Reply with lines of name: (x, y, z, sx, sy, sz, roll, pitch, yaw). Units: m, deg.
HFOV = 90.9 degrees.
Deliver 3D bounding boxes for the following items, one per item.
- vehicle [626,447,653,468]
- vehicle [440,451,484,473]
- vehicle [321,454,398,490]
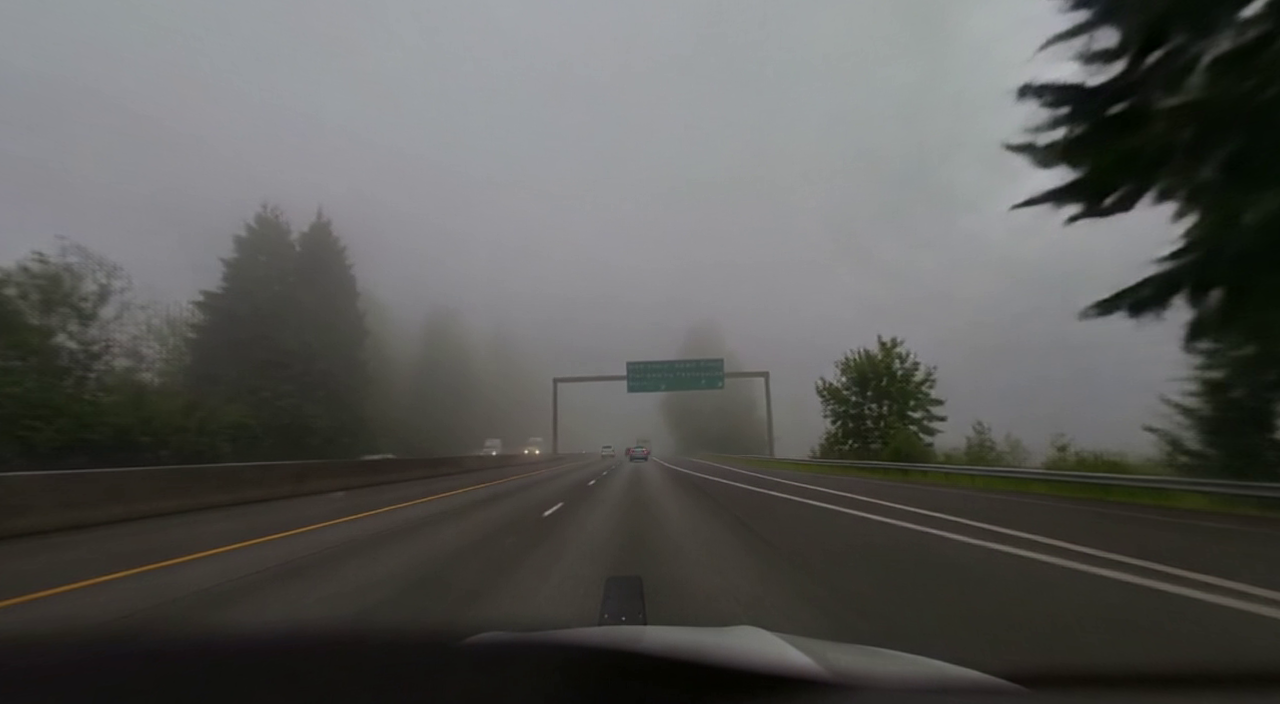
vehicle: (-0.016, 7.595, 45.430, 1.860, 1.473, 3.689, 0, -9, 1)
vehicle: (-12.461, 7.698, 44.391, 1.829, 1.472, 4.158, 0, -9, 1)
vehicle: (-12.302, 5.266, 27.888, 1.764, 1.417, 3.582, 0, -9, 0)
